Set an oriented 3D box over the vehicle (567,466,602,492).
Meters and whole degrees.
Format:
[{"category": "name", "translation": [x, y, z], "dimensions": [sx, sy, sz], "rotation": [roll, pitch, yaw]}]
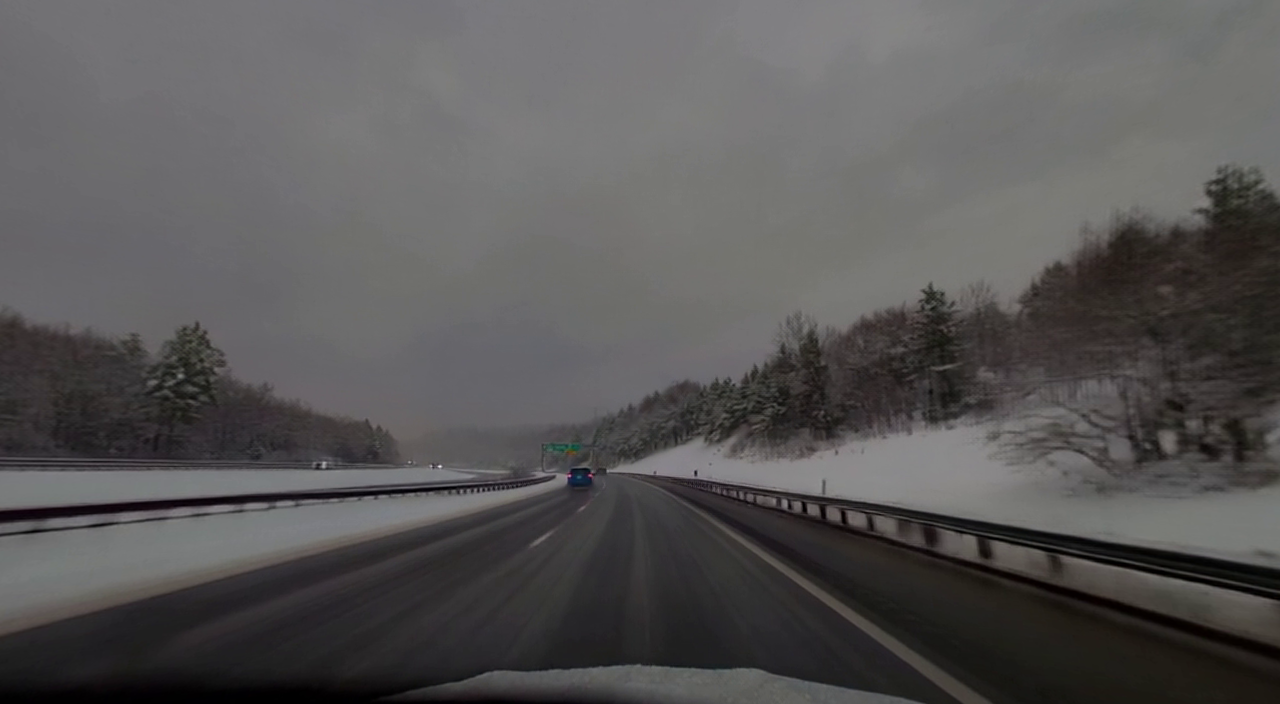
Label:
[{"category": "vehicle", "translation": [-3.613, 8.374, 41.775], "dimensions": [1.967, 1.556, 4.364], "rotation": [1, -10, -1]}]
